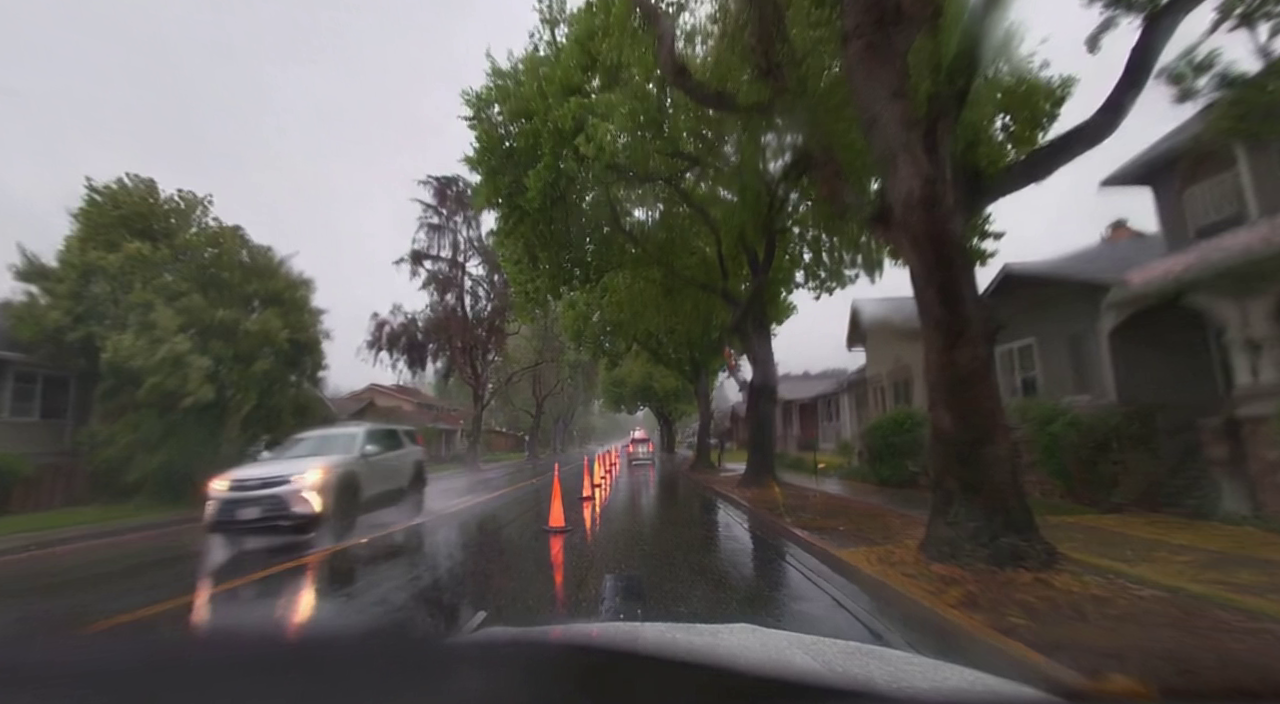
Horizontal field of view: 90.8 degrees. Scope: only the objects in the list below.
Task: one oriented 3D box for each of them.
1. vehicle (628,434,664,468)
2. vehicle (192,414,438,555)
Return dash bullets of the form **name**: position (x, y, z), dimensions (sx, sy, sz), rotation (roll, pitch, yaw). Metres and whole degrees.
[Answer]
- **vehicle**: position (0.335, 6.370, 40.691), dimensions (2.169, 2.015, 5.206), rotation (0, -9, 0)
- **vehicle**: position (-6.156, 2.553, 13.028), dimensions (2.131, 2.256, 5.381), rotation (0, -9, 0)
